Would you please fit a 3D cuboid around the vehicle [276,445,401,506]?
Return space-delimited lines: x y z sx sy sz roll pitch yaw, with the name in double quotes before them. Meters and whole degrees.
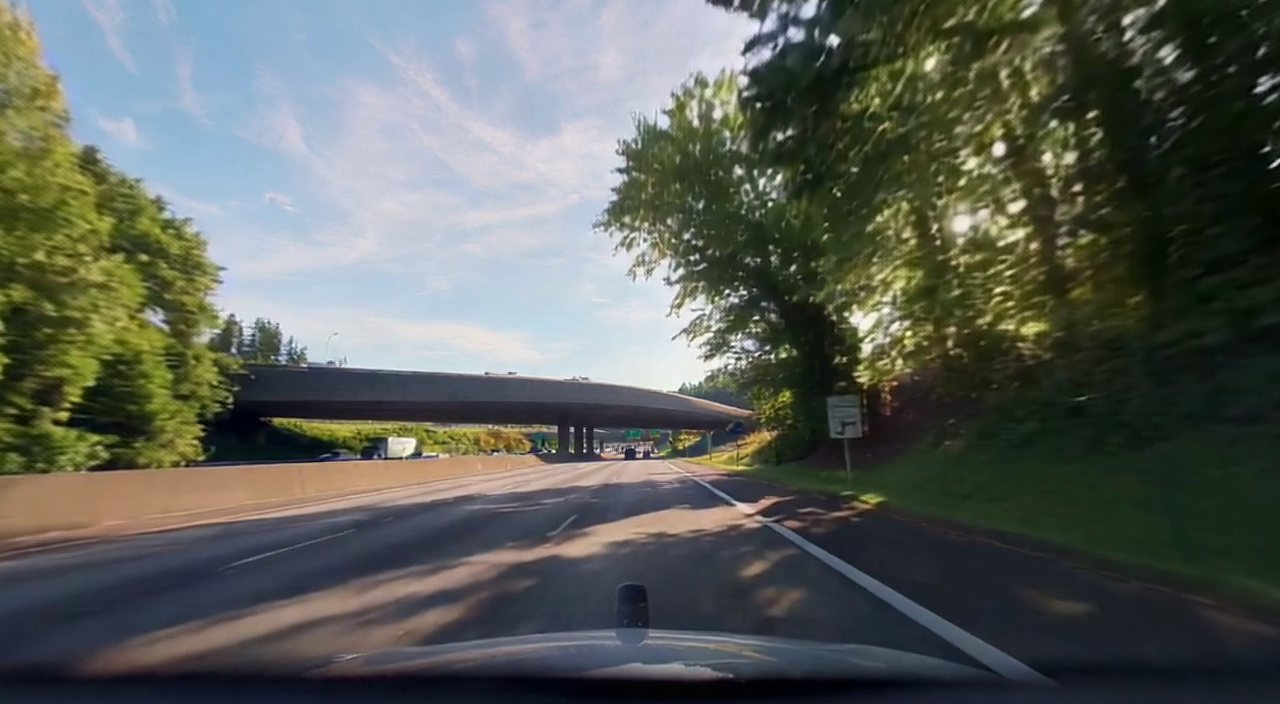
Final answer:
"vehicle" -21.233 8.617 45.642 2.858 3.768 11.969 0 -8 2
